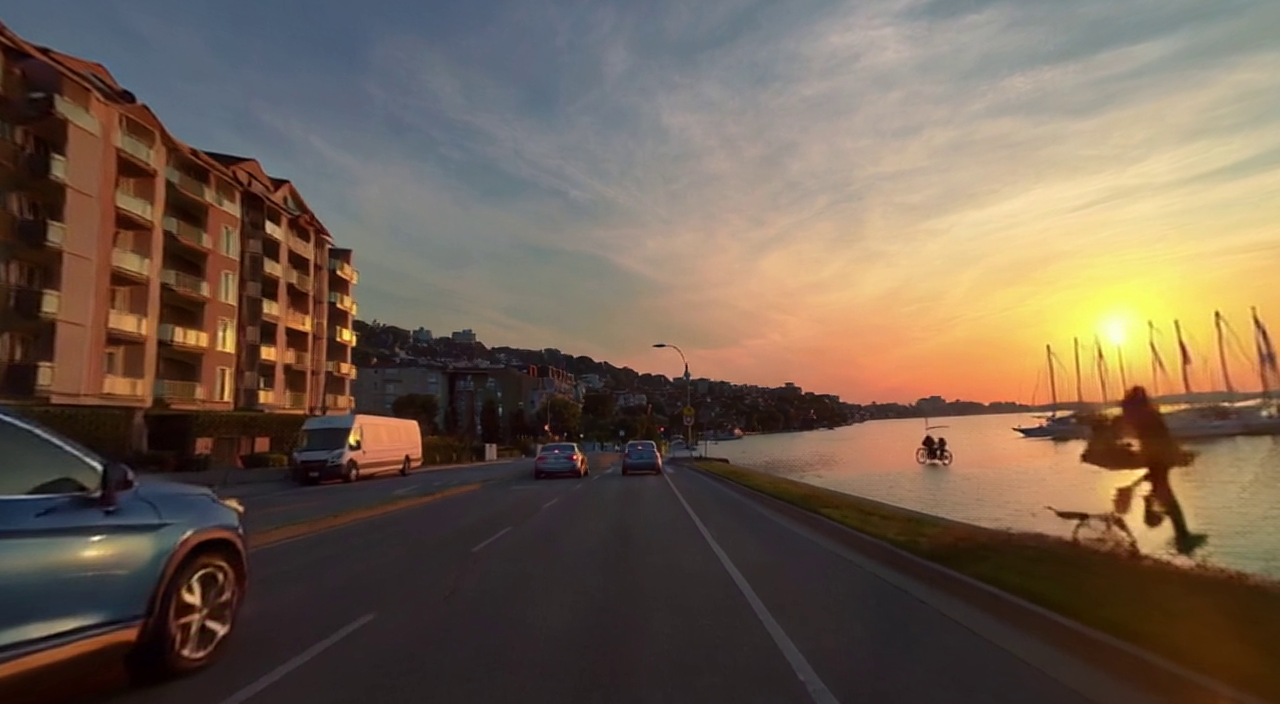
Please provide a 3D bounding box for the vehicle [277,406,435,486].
[{"bbox_3d":[-13.339,4.634,30.903,2.924,3.288,9.352,-1,-9,3],"label":"vehicle"}]

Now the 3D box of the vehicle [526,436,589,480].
[{"bbox_3d":[-3.402,4.497,26.907,2.056,1.680,4.205,-1,-9,1],"label":"vehicle"}]

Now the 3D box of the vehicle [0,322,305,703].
[{"bbox_3d":[-3.565,0.774,2.261,2.082,1.817,4.724,0,-9,0],"label":"vehicle"}]

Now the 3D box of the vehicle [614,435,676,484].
[{"bbox_3d":[0.161,3.887,22.991,2.057,1.624,3.726,0,-9,0],"label":"vehicle"}]
